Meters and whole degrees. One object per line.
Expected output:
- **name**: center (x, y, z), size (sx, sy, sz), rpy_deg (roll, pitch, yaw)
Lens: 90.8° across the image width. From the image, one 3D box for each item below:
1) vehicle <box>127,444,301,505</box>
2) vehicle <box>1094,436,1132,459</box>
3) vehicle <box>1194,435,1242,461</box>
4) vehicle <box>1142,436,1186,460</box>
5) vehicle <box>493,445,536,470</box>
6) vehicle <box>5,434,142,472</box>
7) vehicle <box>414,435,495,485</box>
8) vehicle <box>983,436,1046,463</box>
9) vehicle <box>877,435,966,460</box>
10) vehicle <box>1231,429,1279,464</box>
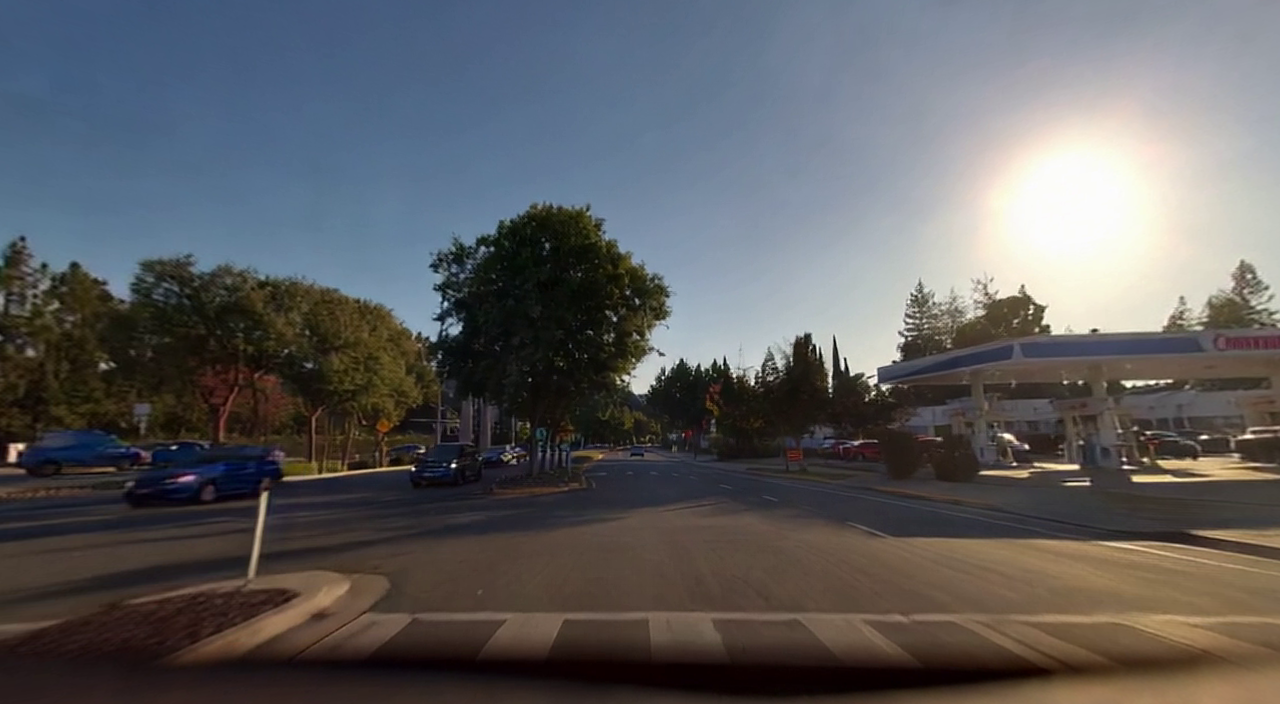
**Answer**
- **vehicle**: center (-11.497, 3.297, 17.520), size (1.909, 1.469, 4.370), rpy_deg (0, -9, -3)
- **vehicle**: center (32.458, 6.544, 43.322), size (1.894, 1.434, 4.308), rpy_deg (-7, -11, 37)
- **vehicle**: center (36.535, 6.053, 39.996), size (1.705, 1.440, 3.741), rpy_deg (-8, -9, 36)
- **vehicle**: center (34.489, 6.301, 41.526), size (1.969, 1.482, 4.815), rpy_deg (-7, -11, 40)
- **vehicle**: center (-8.072, 6.821, 41.020), size (1.982, 1.465, 4.376), rpy_deg (0, -9, -1)
- **vehicle**: center (-28.719, 5.114, 32.266), size (4.938, 1.778, 1.954), rpy_deg (7, -11, -40)
- **vehicle**: center (-7.089, 4.150, 24.662), size (1.987, 1.747, 4.545), rpy_deg (0, -9, -3)
- **vehicle**: center (21.381, 5.541, 36.021), size (1.916, 1.434, 4.557), rpy_deg (-9, -12, 44)
- **vehicle**: center (18.879, 6.401, 42.485), size (4.868, 1.610, 2.223), rpy_deg (0, -9, -3)
- **vehicle**: center (28.578, 4.338, 28.993), size (1.815, 1.480, 4.406), rpy_deg (-8, -11, 41)
